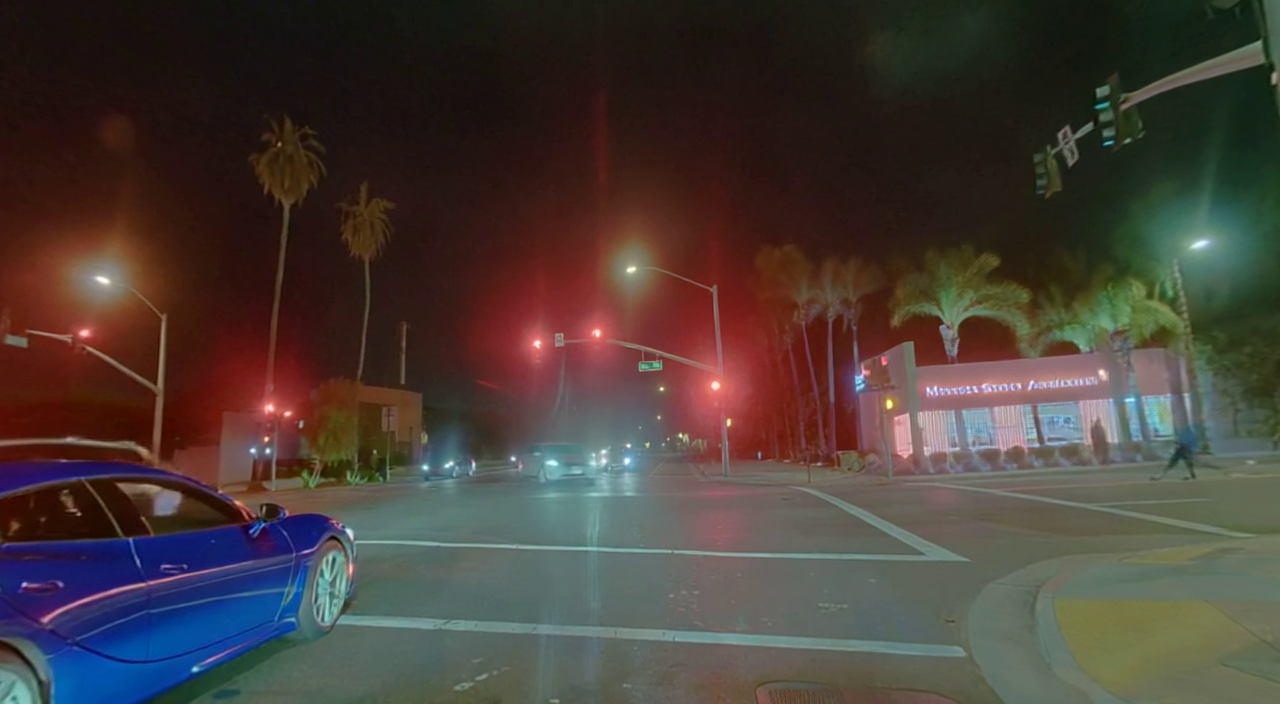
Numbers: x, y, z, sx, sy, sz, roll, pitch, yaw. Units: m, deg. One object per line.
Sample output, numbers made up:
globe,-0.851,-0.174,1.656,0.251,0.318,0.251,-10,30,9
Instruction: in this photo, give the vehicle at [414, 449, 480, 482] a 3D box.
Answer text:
vehicle,-11.688,6.861,38.521,1.870,1.705,4.426,-7,-10,11

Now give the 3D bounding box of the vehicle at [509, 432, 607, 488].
vehicle,-3.014,3.753,22.248,2.092,1.709,4.775,4,-9,-24

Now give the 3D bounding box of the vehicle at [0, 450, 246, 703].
vehicle,-3.704,1.023,2.243,1.850,1.325,4.295,0,-9,0
